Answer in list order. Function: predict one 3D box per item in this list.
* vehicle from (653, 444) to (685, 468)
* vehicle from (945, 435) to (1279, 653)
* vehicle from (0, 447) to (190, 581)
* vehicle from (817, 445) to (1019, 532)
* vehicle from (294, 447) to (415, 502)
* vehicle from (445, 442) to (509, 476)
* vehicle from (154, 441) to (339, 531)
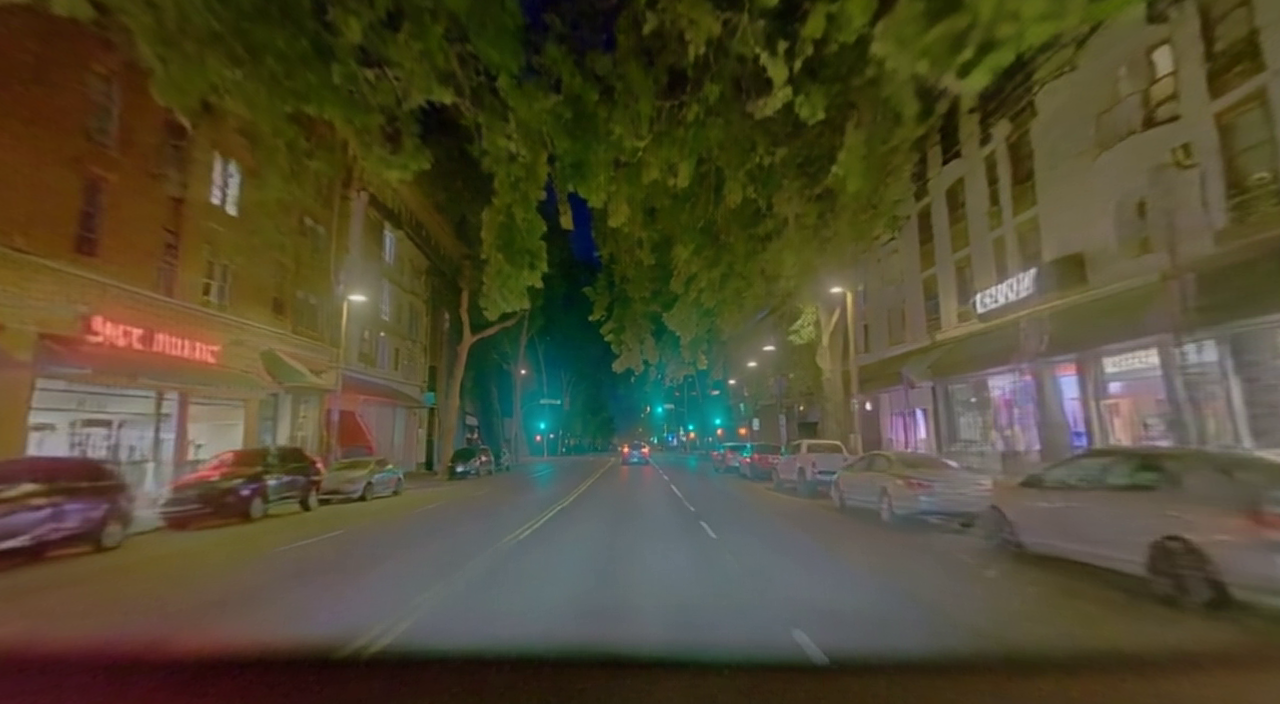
[{"bbox_3d":[2.008,7.323,44.768,1.998,1.580,4.015,0,-9,-1],"label":"vehicle"},{"bbox_3d":[5.428,1.609,6.263,2.163,1.484,5.019,0,-9,-2],"label":"vehicle"},{"bbox_3d":[-9.857,2.353,9.483,2.081,1.819,5.607,0,-9,0],"label":"vehicle"},{"bbox_3d":[5.551,2.757,13.516,2.089,1.459,4.930,0,-8,0],"label":"vehicle"},{"bbox_3d":[-10.125,4.345,23.017,1.988,1.718,5.661,0,-9,-2],"label":"vehicle"},{"bbox_3d":[-9.712,6.456,38.296,2.305,1.883,5.580,-1,-9,1],"label":"vehicle"},{"bbox_3d":[-10.128,3.419,16.858,2.020,2.013,4.758,0,-9,-3],"label":"vehicle"}]
